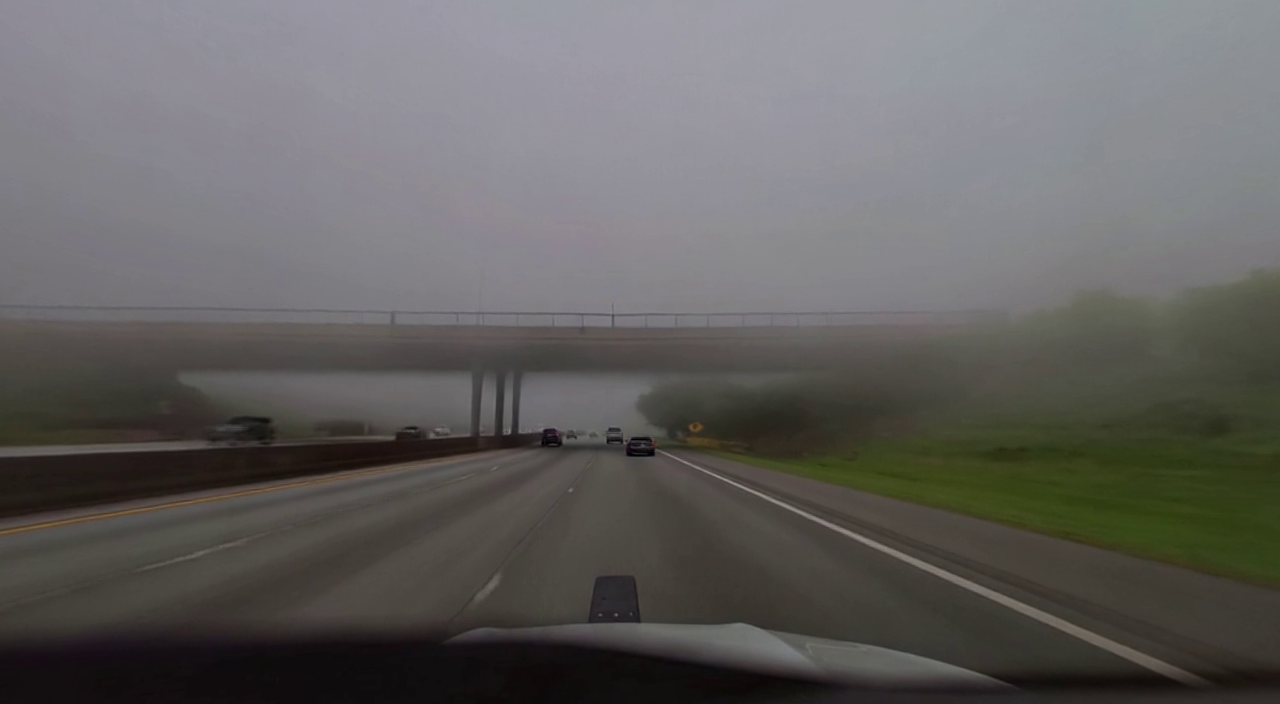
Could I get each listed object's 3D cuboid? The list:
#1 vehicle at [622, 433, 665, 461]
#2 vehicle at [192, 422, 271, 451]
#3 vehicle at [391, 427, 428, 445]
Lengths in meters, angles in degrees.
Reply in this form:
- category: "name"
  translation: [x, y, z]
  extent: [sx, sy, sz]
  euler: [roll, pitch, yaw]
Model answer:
- category: "vehicle"
  translation: [0.091, 4.809, 32.174]
  extent: [1.999, 1.329, 3.913]
  euler: [0, -8, -3]
- category: "vehicle"
  translation: [-21.287, 4.419, 32.932]
  extent: [1.746, 1.401, 3.823]
  euler: [1, -8, -4]
- category: "vehicle"
  translation: [-17.773, 6.480, 48.557]
  extent: [1.622, 1.361, 3.497]
  euler: [0, -8, -2]
